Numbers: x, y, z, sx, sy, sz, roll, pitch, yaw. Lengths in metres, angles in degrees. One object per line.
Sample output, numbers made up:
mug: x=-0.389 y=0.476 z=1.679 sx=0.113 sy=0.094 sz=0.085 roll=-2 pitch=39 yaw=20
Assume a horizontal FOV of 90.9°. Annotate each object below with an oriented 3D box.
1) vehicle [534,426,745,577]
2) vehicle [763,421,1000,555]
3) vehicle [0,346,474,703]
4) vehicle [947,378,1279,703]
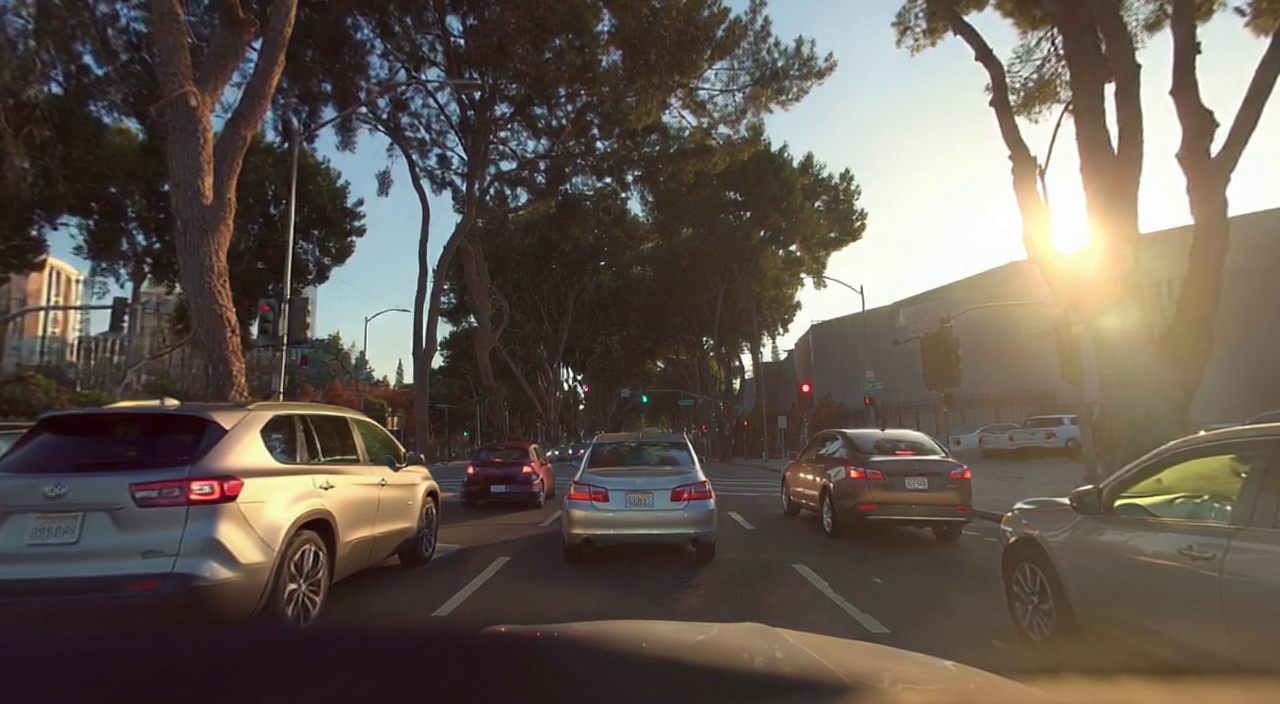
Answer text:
vehicle: x=-0.025 y=1.822 z=8.452 sx=2.147 sy=1.507 sz=3.953 roll=0 pitch=-8 yaw=-1
vehicle: x=3.435 y=2.020 z=10.081 sx=2.040 sy=1.647 sz=4.379 roll=0 pitch=-8 yaw=0
vehicle: x=-3.134 y=1.188 z=5.204 sx=2.168 sy=1.750 sz=4.625 roll=-1 pitch=-9 yaw=1
vehicle: x=3.323 y=0.966 z=2.829 sx=1.899 sy=1.588 sz=3.888 roll=0 pitch=-8 yaw=0
